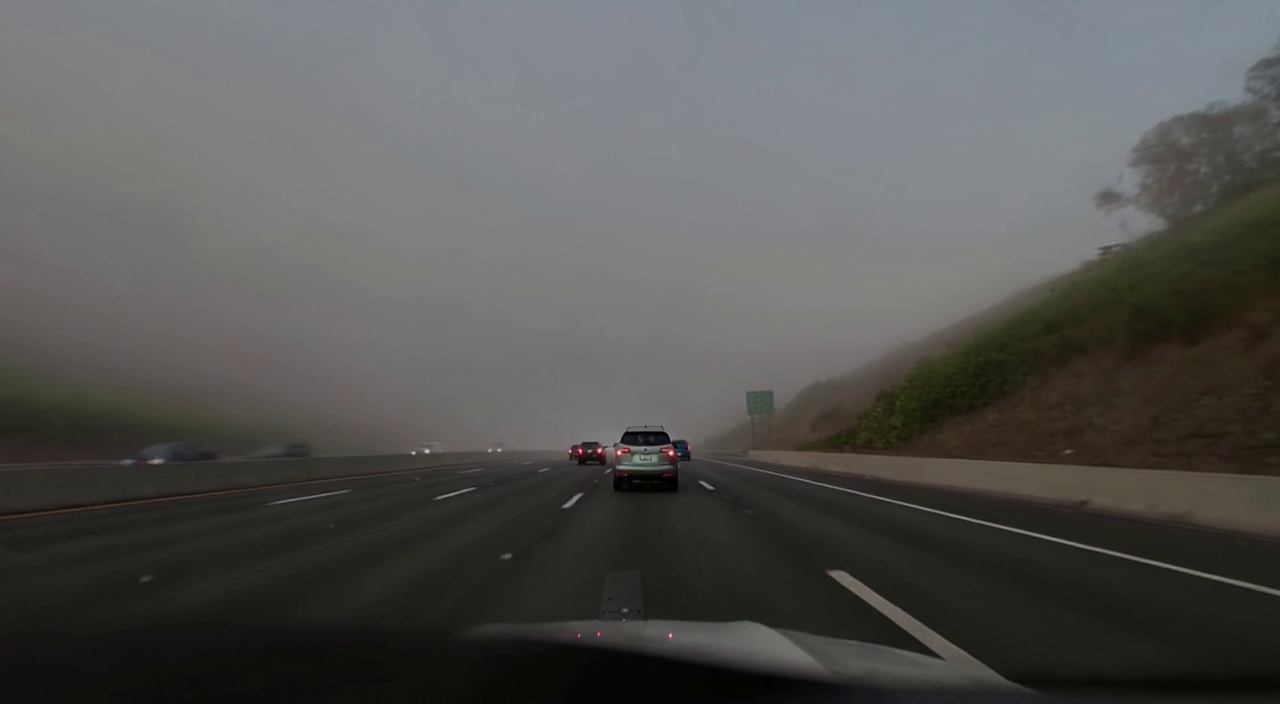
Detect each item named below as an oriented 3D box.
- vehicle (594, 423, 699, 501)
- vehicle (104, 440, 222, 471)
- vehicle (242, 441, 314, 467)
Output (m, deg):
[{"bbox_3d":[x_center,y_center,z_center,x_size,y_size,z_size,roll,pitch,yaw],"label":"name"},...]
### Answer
[{"bbox_3d":[0.158,2.897,16.989,2.447,1.804,4.273,0,-9,0],"label":"vehicle"},{"bbox_3d":[-28.212,6.156,37.670,2.419,1.699,5.916,0,-9,1],"label":"vehicle"},{"bbox_3d":[-24.156,6.828,42.281,2.012,1.618,4.619,0,-9,1],"label":"vehicle"}]
